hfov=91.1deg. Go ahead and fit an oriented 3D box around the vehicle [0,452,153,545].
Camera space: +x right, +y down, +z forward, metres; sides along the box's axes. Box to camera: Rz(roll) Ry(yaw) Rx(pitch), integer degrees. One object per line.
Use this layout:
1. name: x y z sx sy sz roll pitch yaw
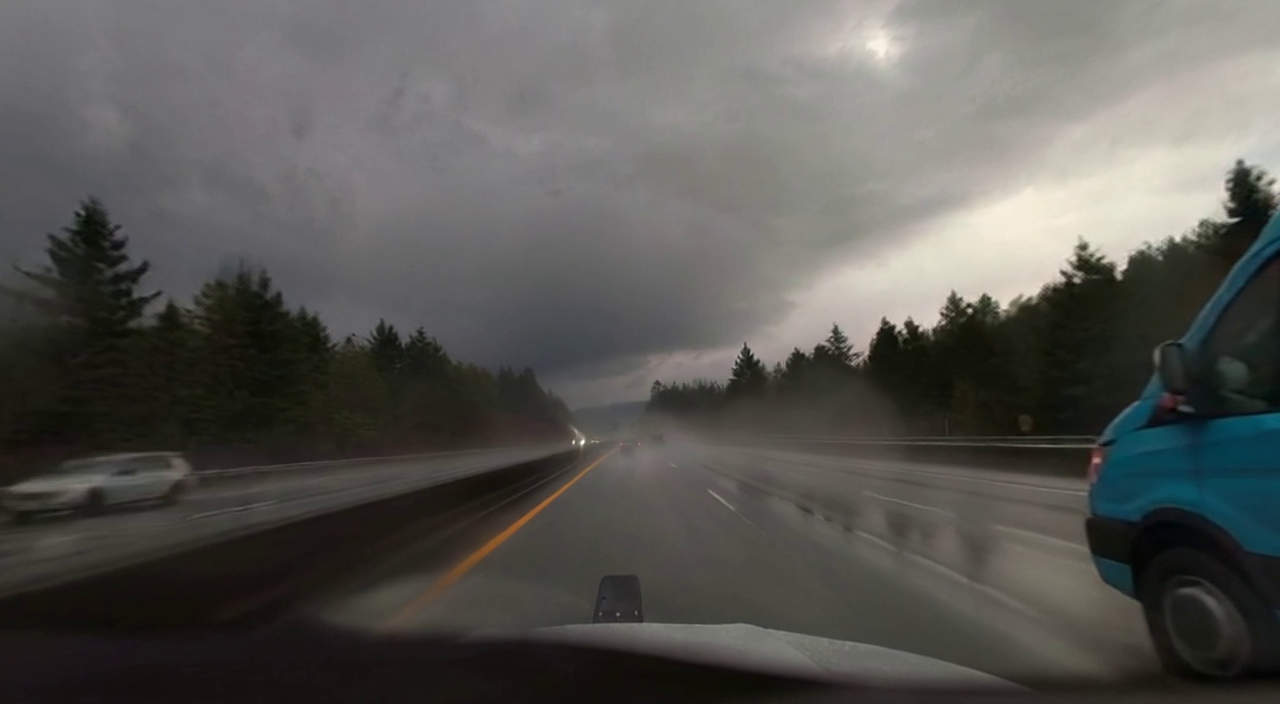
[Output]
1. vehicle: -13.307 3.077 13.613 1.959 1.680 4.449 0 -8 0
